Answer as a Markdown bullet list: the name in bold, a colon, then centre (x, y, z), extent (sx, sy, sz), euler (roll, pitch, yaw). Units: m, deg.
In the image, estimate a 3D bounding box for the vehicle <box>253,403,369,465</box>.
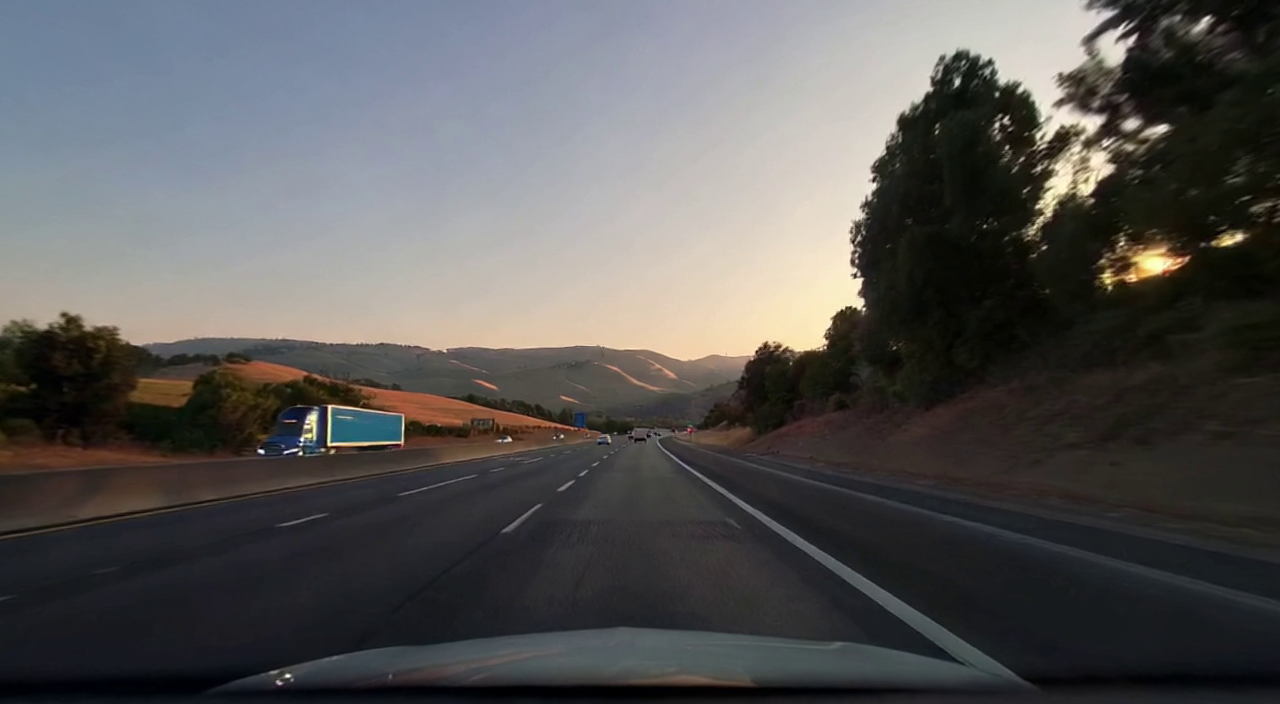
- **vehicle**: centre (-23.486, 5.989, 45.795), extent (3.030, 3.937, 10.121), euler (0, -8, -1)
